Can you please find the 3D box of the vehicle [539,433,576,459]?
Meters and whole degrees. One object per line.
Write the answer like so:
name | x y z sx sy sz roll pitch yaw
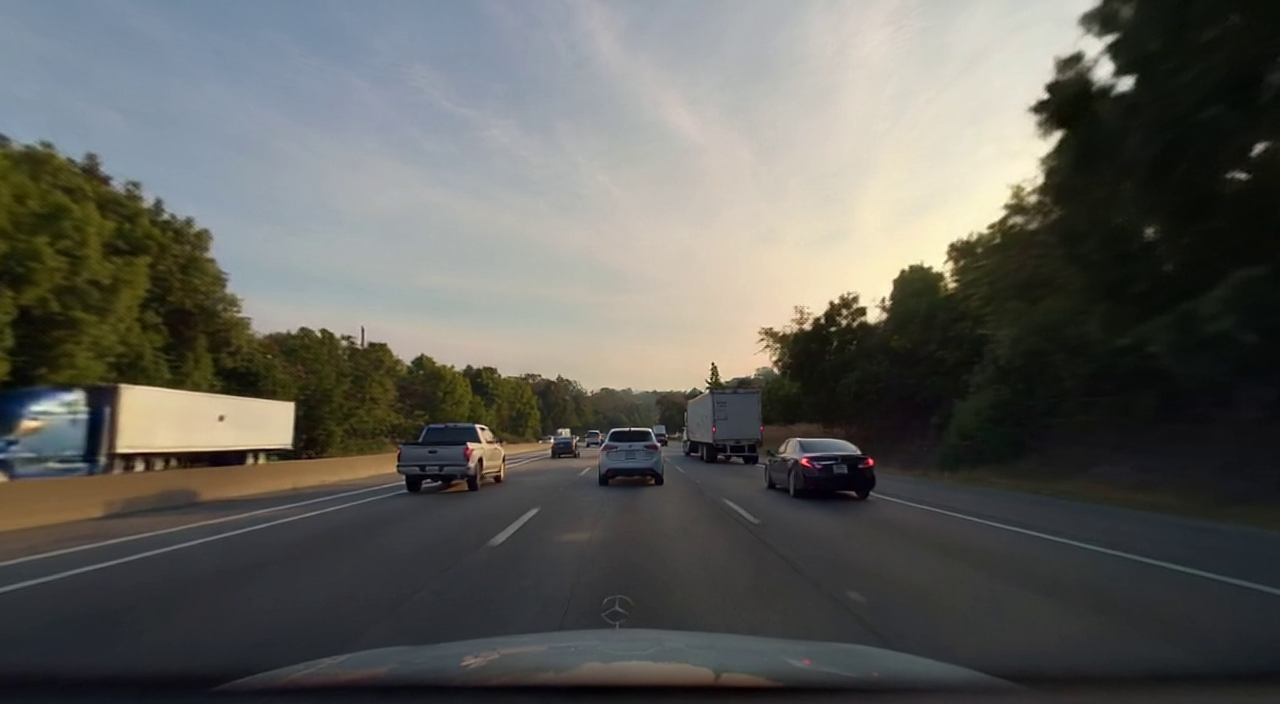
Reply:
vehicle | -5.437 6.239 42.041 1.971 1.648 3.983 0 -8 -1

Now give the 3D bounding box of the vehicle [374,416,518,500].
vehicle | -4.567 2.557 15.772 2.101 1.767 4.702 0 -8 0

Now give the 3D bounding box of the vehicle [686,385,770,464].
vehicle | 5.146 4.715 40.137 2.888 4.135 14.071 0 -8 -2

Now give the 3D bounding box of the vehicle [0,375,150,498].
vehicle | -21.259 2.971 22.354 3.048 3.785 5.664 0 -8 -1

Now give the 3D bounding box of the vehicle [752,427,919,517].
vehicle | 3.645 2.280 12.590 1.951 1.477 3.963 0 -8 -2

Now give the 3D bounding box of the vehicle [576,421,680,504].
vehicle | -0.277 2.490 14.670 2.083 1.647 3.799 0 -8 -1
